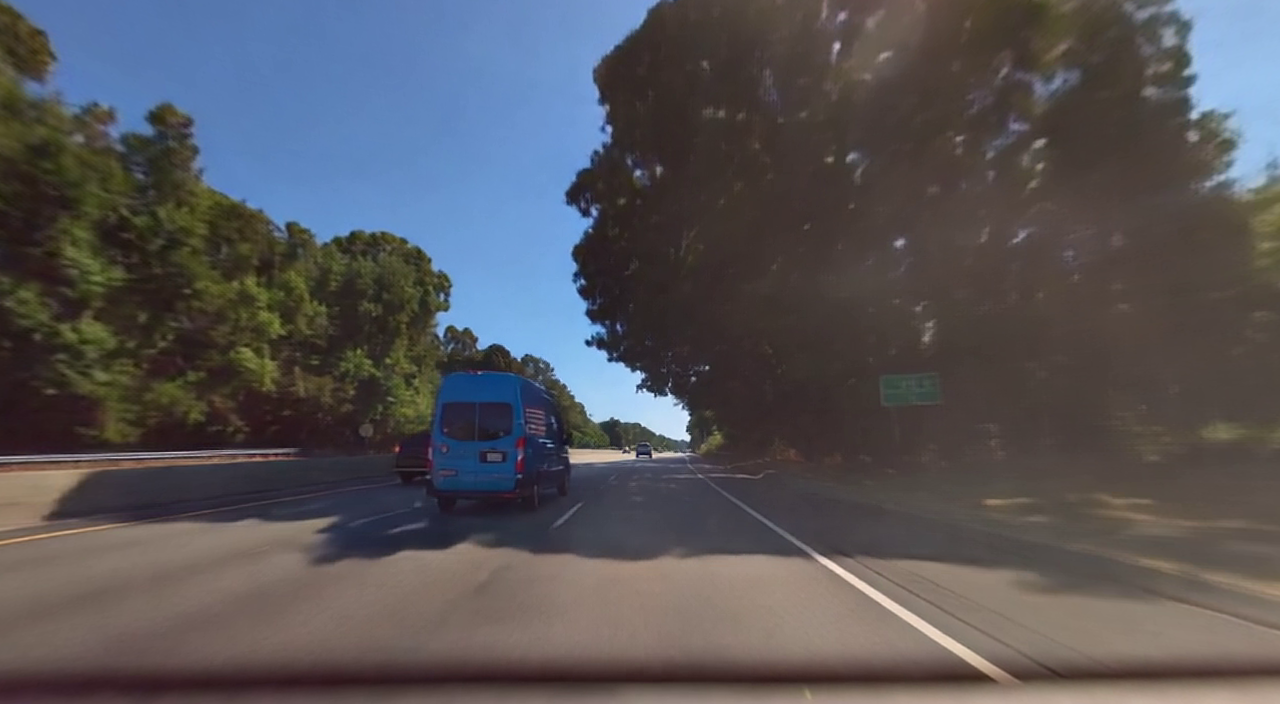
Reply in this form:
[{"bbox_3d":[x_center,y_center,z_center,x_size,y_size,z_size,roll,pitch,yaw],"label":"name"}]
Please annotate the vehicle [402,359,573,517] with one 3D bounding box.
[{"bbox_3d":[-3.097,1.976,14.469,2.319,2.883,5.632,0,-8,2],"label":"vehicle"}]
